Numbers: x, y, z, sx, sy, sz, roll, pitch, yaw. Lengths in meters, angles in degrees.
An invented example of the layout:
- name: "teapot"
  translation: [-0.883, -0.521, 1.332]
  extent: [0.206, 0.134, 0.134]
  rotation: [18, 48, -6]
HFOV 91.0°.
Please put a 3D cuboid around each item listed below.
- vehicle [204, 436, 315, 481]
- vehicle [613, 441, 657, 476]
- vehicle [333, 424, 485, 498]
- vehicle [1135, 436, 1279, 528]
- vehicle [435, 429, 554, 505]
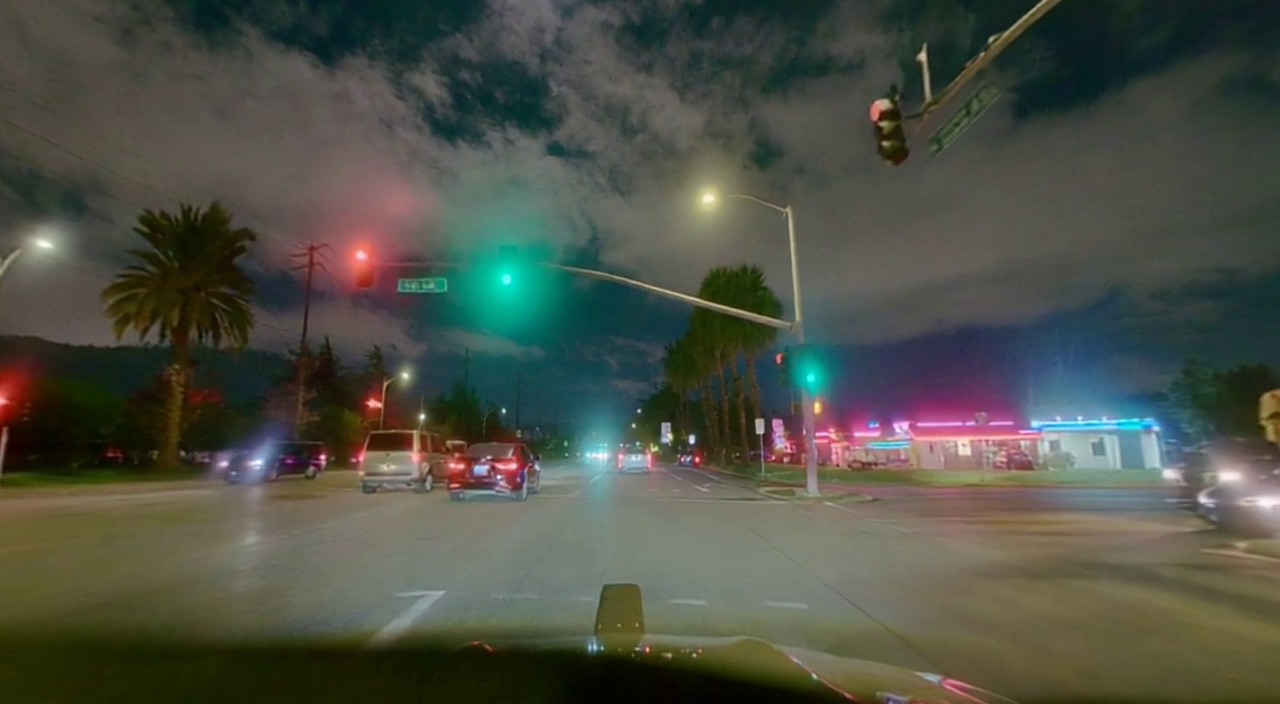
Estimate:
- name: "vehicle"
  translation: [-17.821, 4.995, 29.893]
  extent: [2.021, 1.917, 5.144]
  rotation: [0, -9, 0]
- name: "vehicle"
  translation: [-0.291, 5.841, 34.695]
  extent: [2.280, 1.803, 4.240]
  rotation: [0, -9, -1]
- name: "vehicle"
  translation: [-7.219, 3.499, 20.711]
  extent: [2.457, 2.010, 6.330]
  rotation: [0, -9, 1]
- name: "vehicle"
  translation: [12.224, 2.319, 11.471]
  extent: [4.649, 1.496, 2.061]
  rotation: [0, -9, 0]
- name: "vehicle"
  translation: [-3.826, 3.120, 17.469]
  extent: [2.116, 1.806, 4.516]
  rotation: [0, -9, 1]
